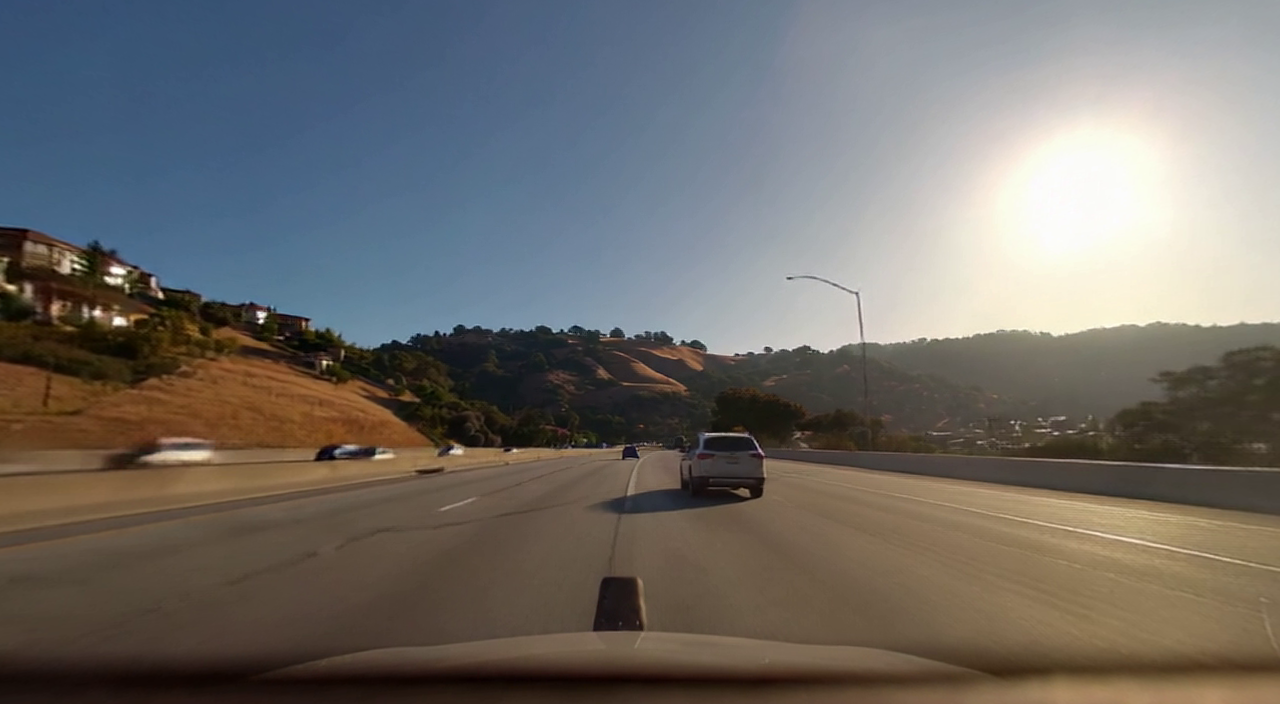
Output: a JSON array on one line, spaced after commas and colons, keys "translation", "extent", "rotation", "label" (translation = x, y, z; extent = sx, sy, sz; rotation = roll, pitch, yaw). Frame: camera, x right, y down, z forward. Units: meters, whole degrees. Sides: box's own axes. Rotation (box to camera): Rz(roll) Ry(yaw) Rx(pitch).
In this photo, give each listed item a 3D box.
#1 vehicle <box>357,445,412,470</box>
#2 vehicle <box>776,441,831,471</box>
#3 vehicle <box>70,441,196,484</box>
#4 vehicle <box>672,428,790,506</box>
[{"translation": [-19.536, 8.026, 48.289], "extent": [2.085, 1.789, 4.669], "rotation": [0, -8, 2], "label": "vehicle"}, {"translation": [9.909, 6.349, 38.517], "extent": [2.043, 1.714, 4.453], "rotation": [0, -9, -1], "label": "vehicle"}, {"translation": [-23.614, 5.132, 29.577], "extent": [1.972, 1.860, 4.592], "rotation": [0, -9, 1], "label": "vehicle"}, {"translation": [2.213, 2.975, 16.753], "extent": [2.318, 1.766, 4.587], "rotation": [0, -8, -2], "label": "vehicle"}]
